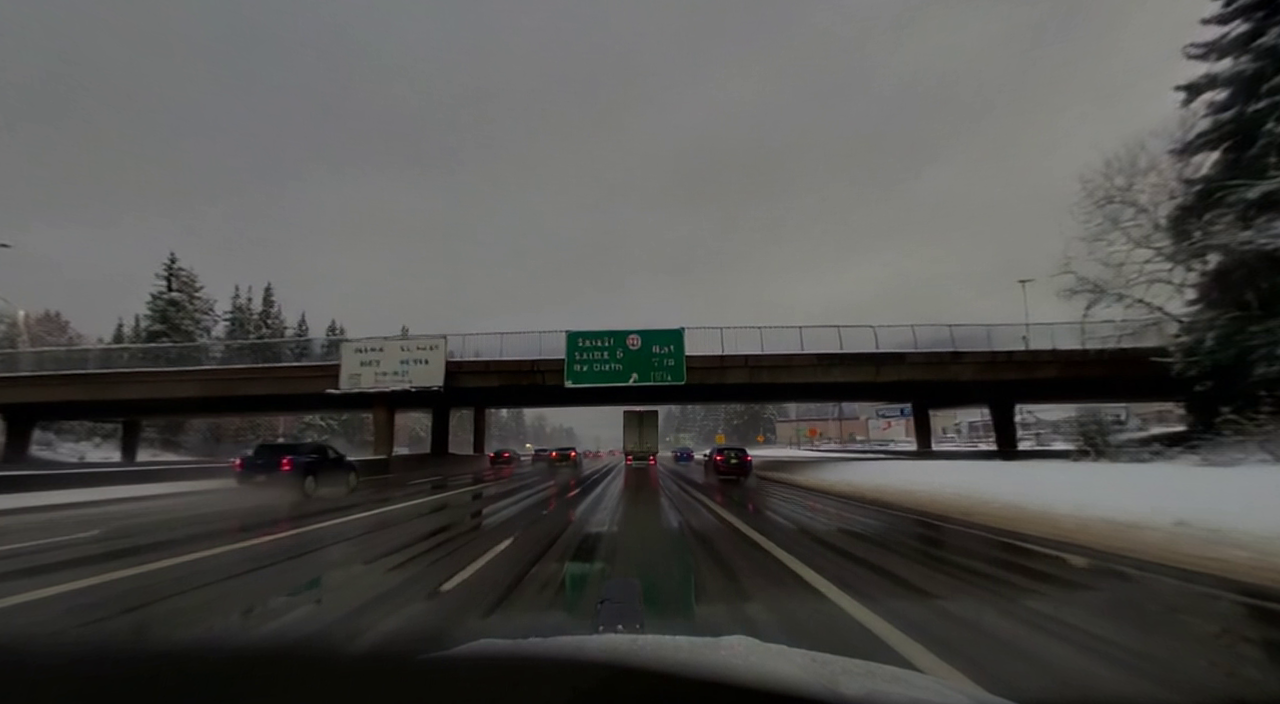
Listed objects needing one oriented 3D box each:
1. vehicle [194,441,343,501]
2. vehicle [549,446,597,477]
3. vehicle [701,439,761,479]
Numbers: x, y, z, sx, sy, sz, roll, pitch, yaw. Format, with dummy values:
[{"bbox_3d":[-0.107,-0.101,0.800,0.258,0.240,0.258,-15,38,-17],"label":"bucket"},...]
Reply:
[{"bbox_3d":[-11.220,3.610,19.466,1.966,1.627,4.258,0,-9,0],"label":"vehicle"},{"bbox_3d":[-3.566,5.909,34.296,2.083,1.576,4.307,0,-9,1],"label":"vehicle"},{"bbox_3d":[4.131,4.965,29.413,2.107,1.707,4.445,0,-9,0],"label":"vehicle"}]
